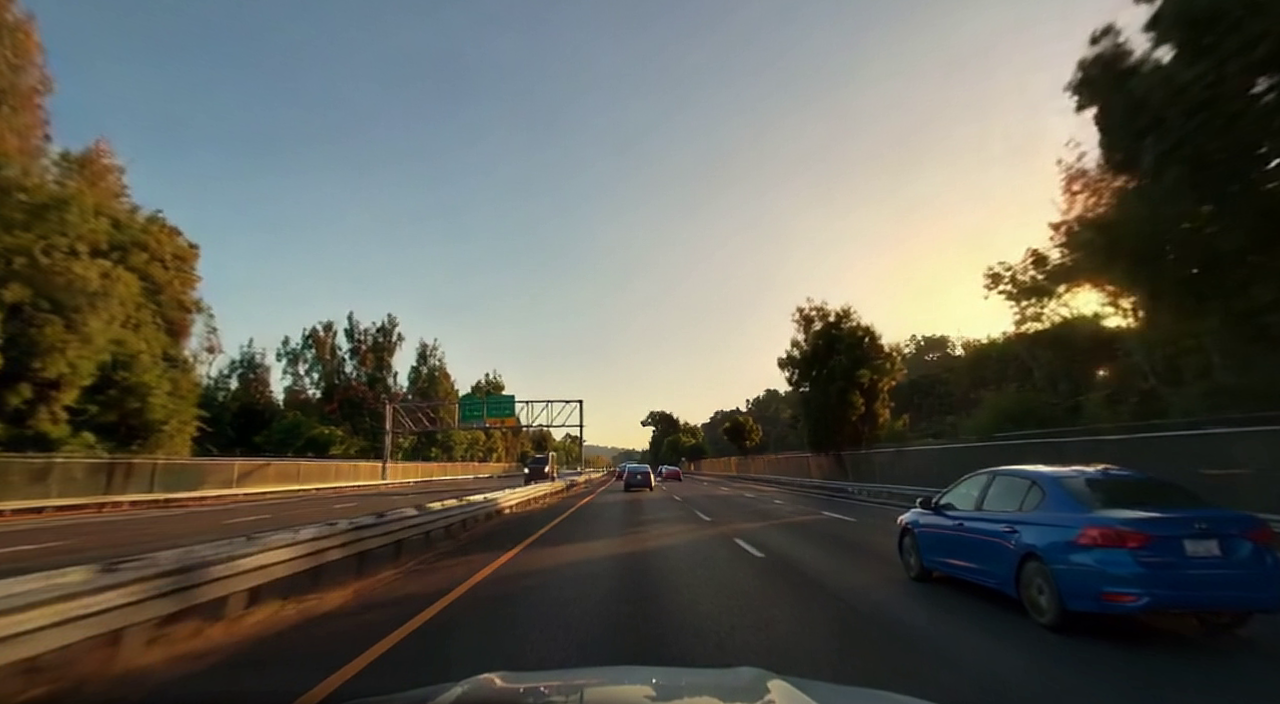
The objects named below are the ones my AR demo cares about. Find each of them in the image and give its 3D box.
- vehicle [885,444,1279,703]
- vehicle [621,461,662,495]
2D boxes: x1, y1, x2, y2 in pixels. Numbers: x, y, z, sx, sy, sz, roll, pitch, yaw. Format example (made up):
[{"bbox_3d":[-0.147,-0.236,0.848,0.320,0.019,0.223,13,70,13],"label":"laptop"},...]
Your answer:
[{"bbox_3d":[4.047,1.690,5.716,1.938,1.494,4.032,1,-11,-1],"label":"vehicle"},{"bbox_3d":[0.025,6.643,33.253,2.037,1.605,3.833,1,-11,-1],"label":"vehicle"}]
